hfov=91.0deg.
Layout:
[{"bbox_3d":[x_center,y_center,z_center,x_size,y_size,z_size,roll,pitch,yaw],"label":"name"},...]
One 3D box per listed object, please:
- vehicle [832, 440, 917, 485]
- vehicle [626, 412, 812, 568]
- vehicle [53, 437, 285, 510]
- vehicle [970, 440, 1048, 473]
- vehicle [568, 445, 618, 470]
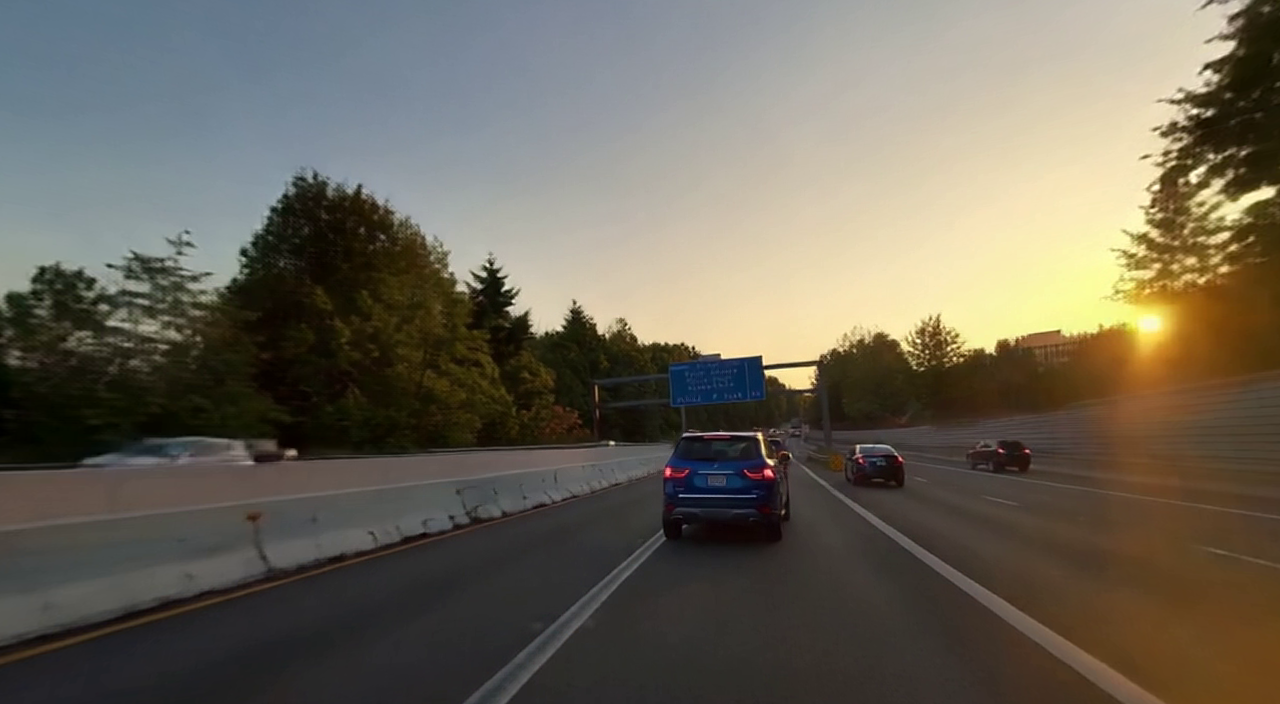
[{"bbox_3d":[8.339,3.917,22.812,1.962,1.442,4.536,-1,-8,9],"label":"vehicle"},{"bbox_3d":[1.276,1.784,8.922,2.021,1.635,4.085,-2,-8,13],"label":"vehicle"},{"bbox_3d":[-12.654,3.249,17.474,1.989,1.703,4.959,-2,-8,12],"label":"vehicle"},{"bbox_3d":[18.073,5.097,31.079,1.990,1.478,4.475,-2,-8,13],"label":"vehicle"},{"bbox_3d":[-2.946,6.735,40.470,1.934,1.478,4.474,-2,-9,13],"label":"vehicle"}]
